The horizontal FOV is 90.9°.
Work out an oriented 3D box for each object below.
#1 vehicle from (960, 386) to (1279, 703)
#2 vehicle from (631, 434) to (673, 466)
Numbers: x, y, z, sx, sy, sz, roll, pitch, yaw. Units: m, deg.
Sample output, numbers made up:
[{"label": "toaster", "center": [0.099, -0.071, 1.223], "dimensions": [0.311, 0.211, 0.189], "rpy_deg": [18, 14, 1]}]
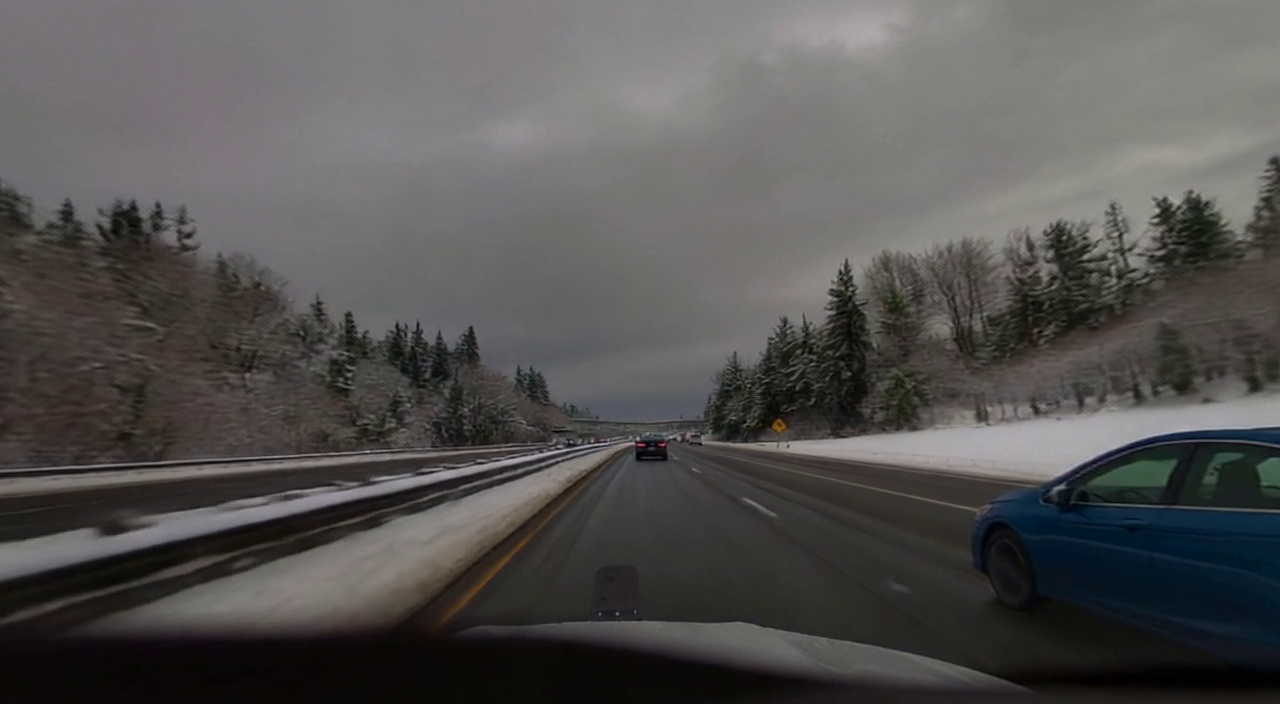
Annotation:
[{"label": "vehicle", "center": [3.474, 0.888, 2.555], "dimensions": [1.981, 1.467, 4.459], "rpy_deg": [0, -8, 0]}, {"label": "vehicle", "center": [0.578, 5.053, 32.723], "dimensions": [2.046, 1.526, 3.903], "rpy_deg": [0, -8, 0]}]
